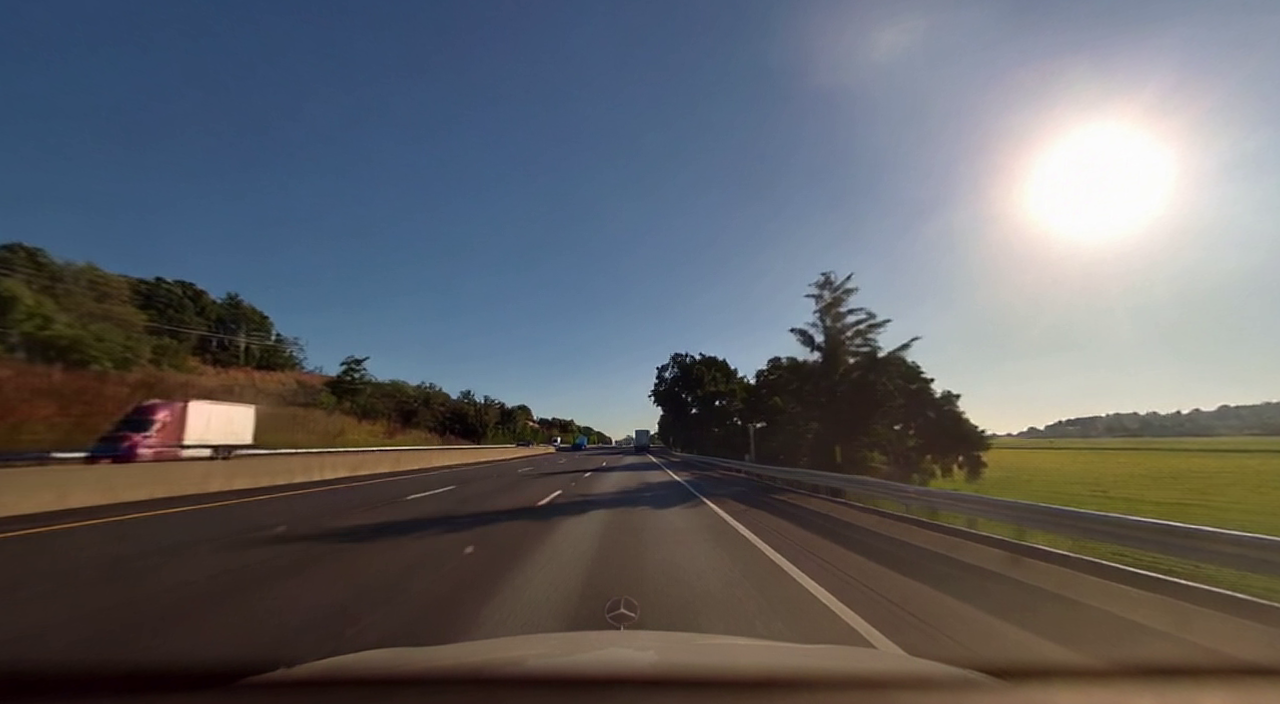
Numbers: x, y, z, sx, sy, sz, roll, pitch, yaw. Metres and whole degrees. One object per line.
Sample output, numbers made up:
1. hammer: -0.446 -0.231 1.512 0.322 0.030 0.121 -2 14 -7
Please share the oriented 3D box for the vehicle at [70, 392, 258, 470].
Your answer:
1. vehicle: -24.287 4.241 33.089 3.001 3.494 8.668 0 -9 0
